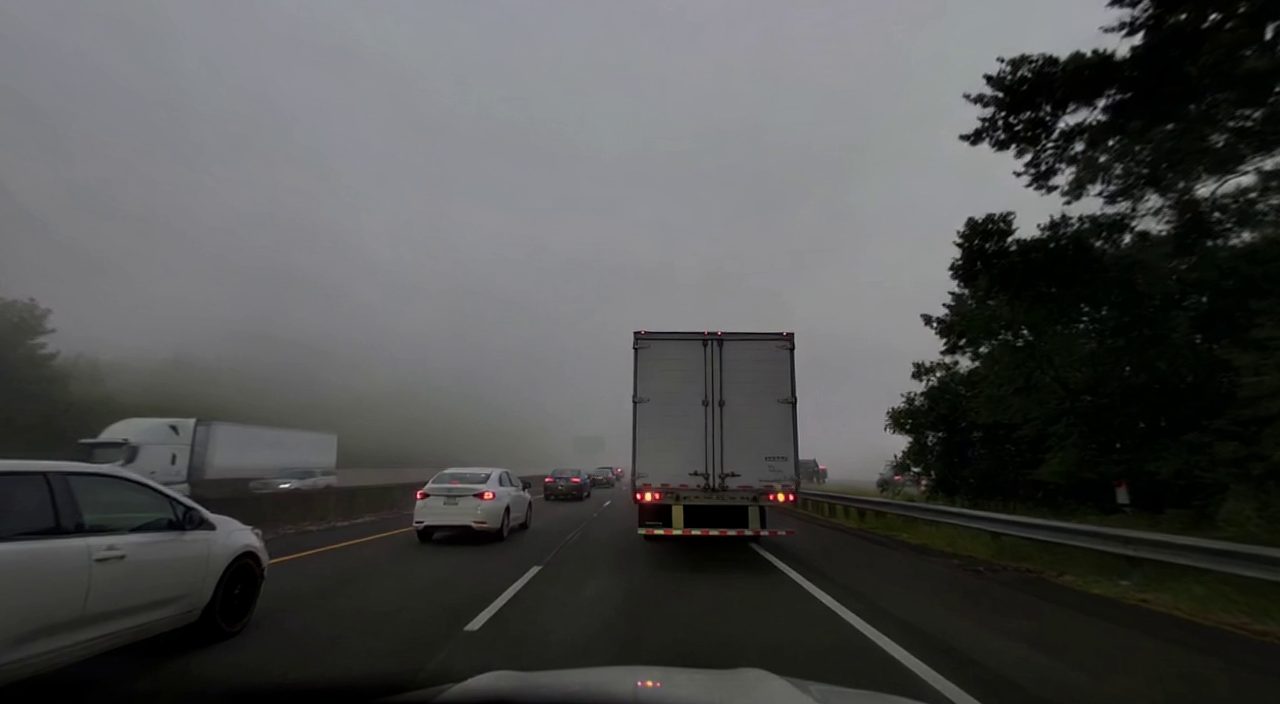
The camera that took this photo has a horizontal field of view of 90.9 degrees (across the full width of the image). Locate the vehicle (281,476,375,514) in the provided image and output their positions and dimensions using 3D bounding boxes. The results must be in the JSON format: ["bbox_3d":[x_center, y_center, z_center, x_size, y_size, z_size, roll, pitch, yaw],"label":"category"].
[{"bbox_3d":[-13.614,6.231,27.768,1.803,1.435,4.256,0,-11,2],"label":"vehicle"}]

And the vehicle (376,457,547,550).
[{"bbox_3d":[-3.352,2.983,12.974,1.983,1.509,4.679,0,-11,2],"label":"vehicle"}]

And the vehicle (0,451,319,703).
[{"bbox_3d":[-4.294,1.342,3.982,2.043,1.391,4.515,0,-11,1],"label":"vehicle"}]

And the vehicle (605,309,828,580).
[{"bbox_3d":[1.142,1.947,12.634,2.831,3.529,8.689,0,-11,2],"label":"vehicle"}]

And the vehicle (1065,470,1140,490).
[{"bbox_3d":[36.562,10.113,49.889,4.299,1.465,1.807,-1,-11,8],"label":"vehicle"}]

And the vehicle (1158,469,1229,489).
[{"bbox_3d":[43.814,10.085,49.891,3.974,1.485,1.709,1,-11,-3],"label":"vehicle"}]

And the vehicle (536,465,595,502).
[{"bbox_3d":[-3.271,5.932,28.608,1.964,1.482,4.371,0,-11,2],"label":"vehicle"}]
